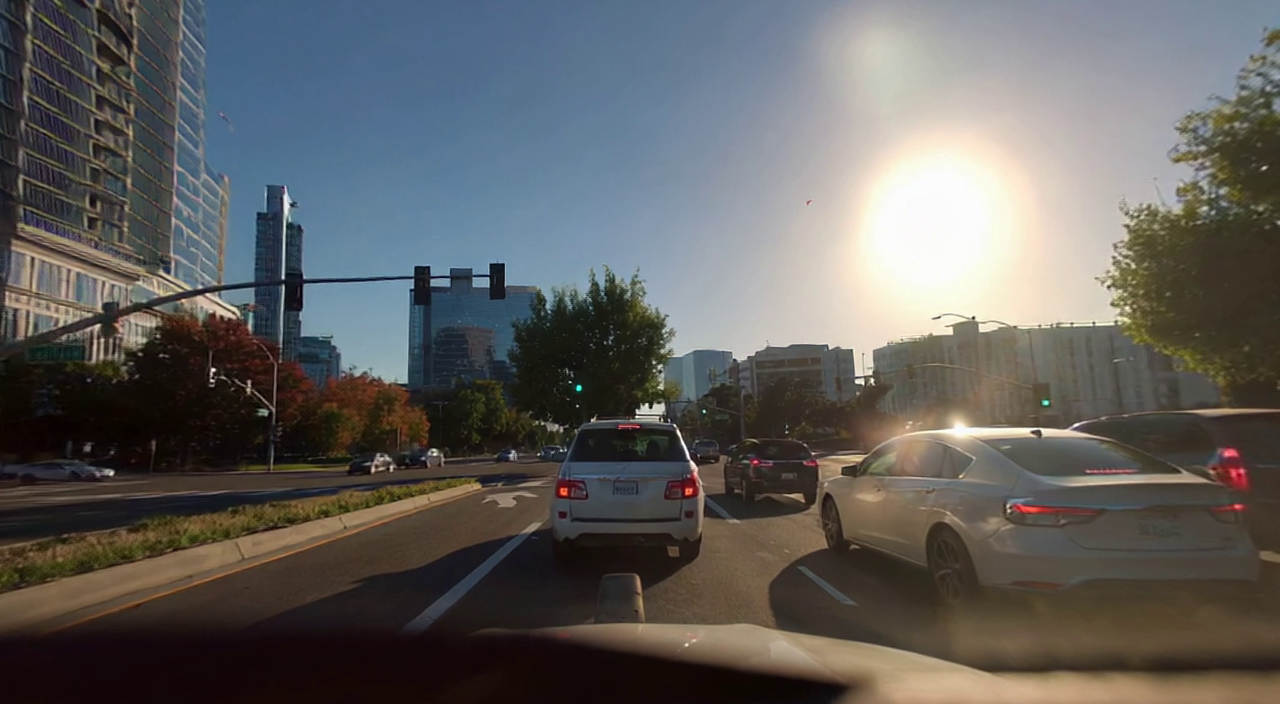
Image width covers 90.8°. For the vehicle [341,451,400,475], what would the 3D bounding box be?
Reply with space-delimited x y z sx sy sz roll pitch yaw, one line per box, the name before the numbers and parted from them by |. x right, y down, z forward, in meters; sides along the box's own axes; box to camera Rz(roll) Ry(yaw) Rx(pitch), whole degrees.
vehicle | -17.483 7.199 41.204 1.836 1.468 4.449 0 -9 0

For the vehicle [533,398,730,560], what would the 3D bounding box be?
vehicle | -0.153 1.769 9.428 2.236 1.827 4.316 0 -9 -2

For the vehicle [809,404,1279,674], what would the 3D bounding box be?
vehicle | 3.374 1.450 6.151 2.034 1.558 4.774 0 -9 -1

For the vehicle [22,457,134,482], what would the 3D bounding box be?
vehicle | -35.102 7.364 39.605 4.845 1.442 1.880 2 -9 -13

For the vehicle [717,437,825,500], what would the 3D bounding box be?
vehicle | 3.505 3.195 17.742 2.004 1.523 4.263 0 -9 -2
